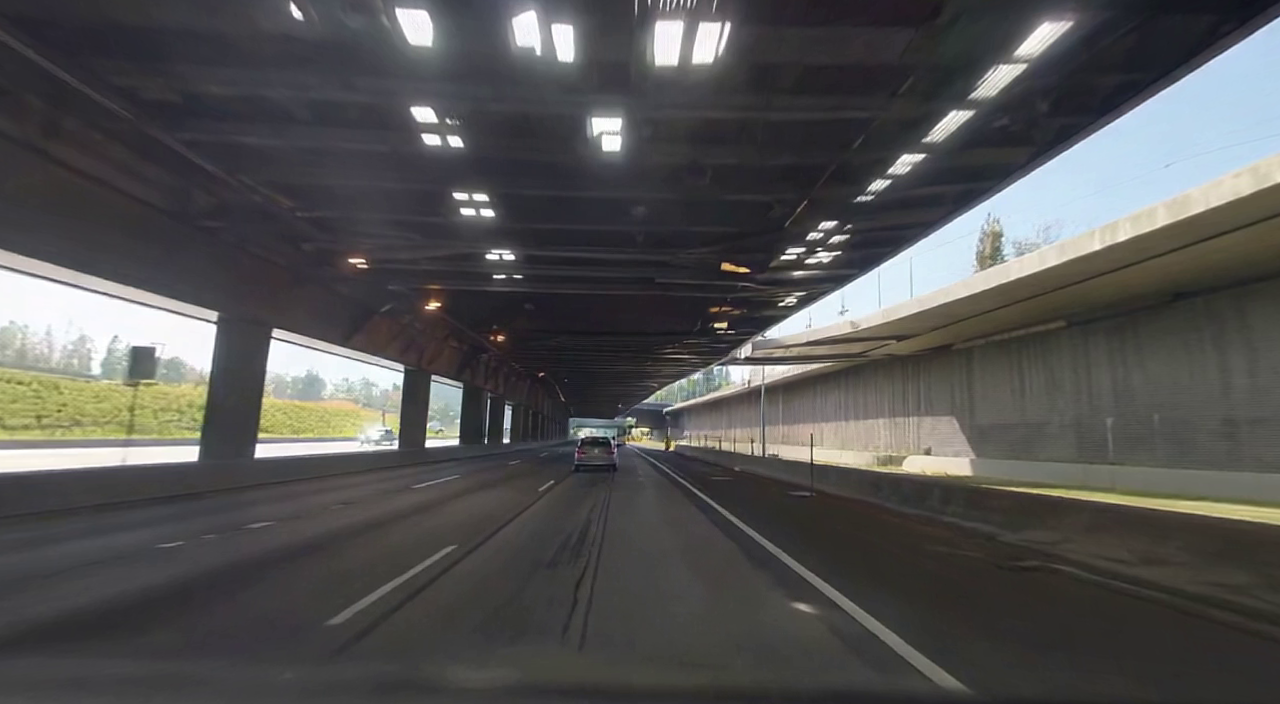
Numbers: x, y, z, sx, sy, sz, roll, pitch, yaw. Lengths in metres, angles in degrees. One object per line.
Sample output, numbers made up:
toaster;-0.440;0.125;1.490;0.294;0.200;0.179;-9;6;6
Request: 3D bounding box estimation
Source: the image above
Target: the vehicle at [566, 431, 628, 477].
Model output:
vehicle;-1.503;3.743;23.428;2.095;1.553;4.069;0;-8;-1
